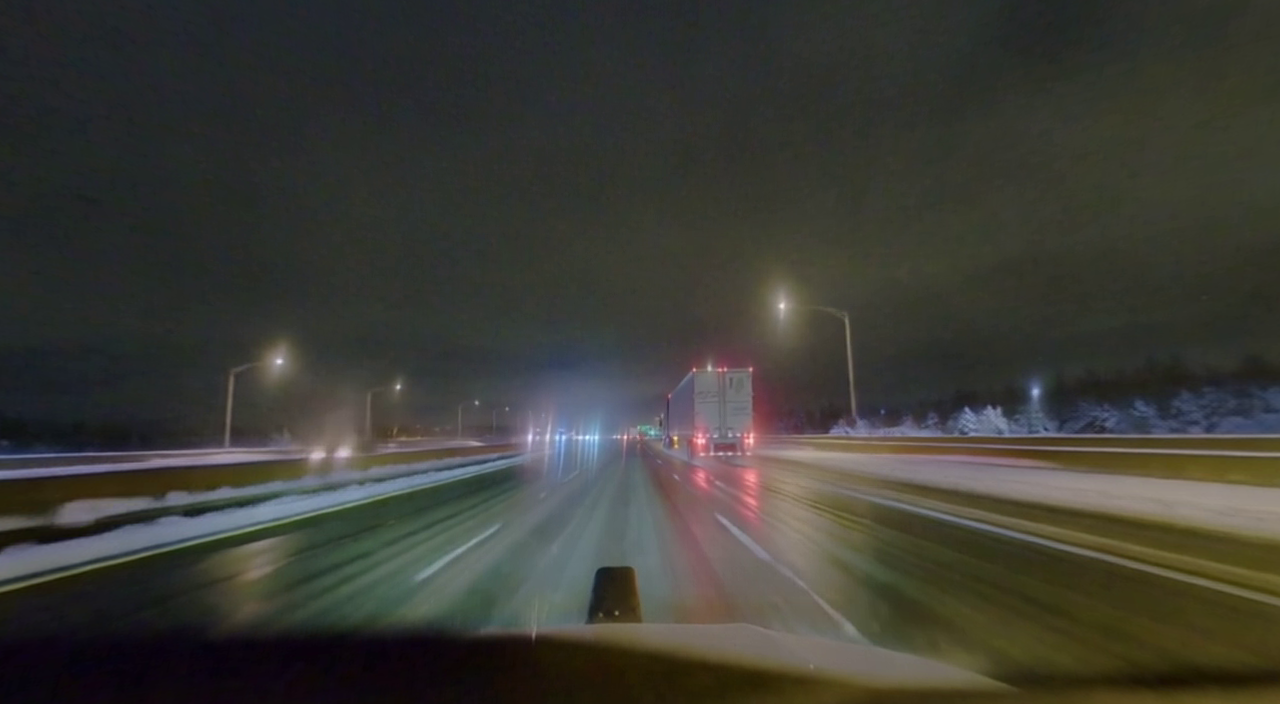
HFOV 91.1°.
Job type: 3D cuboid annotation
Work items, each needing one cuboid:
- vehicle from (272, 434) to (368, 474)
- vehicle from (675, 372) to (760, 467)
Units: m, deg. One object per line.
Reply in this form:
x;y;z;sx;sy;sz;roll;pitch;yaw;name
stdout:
-14.259;4.530;28.350;1.945;1.643;4.614;0;-8;-1;vehicle
3.484;3.399;30.669;2.859;3.981;8.596;0;-8;-1;vehicle
